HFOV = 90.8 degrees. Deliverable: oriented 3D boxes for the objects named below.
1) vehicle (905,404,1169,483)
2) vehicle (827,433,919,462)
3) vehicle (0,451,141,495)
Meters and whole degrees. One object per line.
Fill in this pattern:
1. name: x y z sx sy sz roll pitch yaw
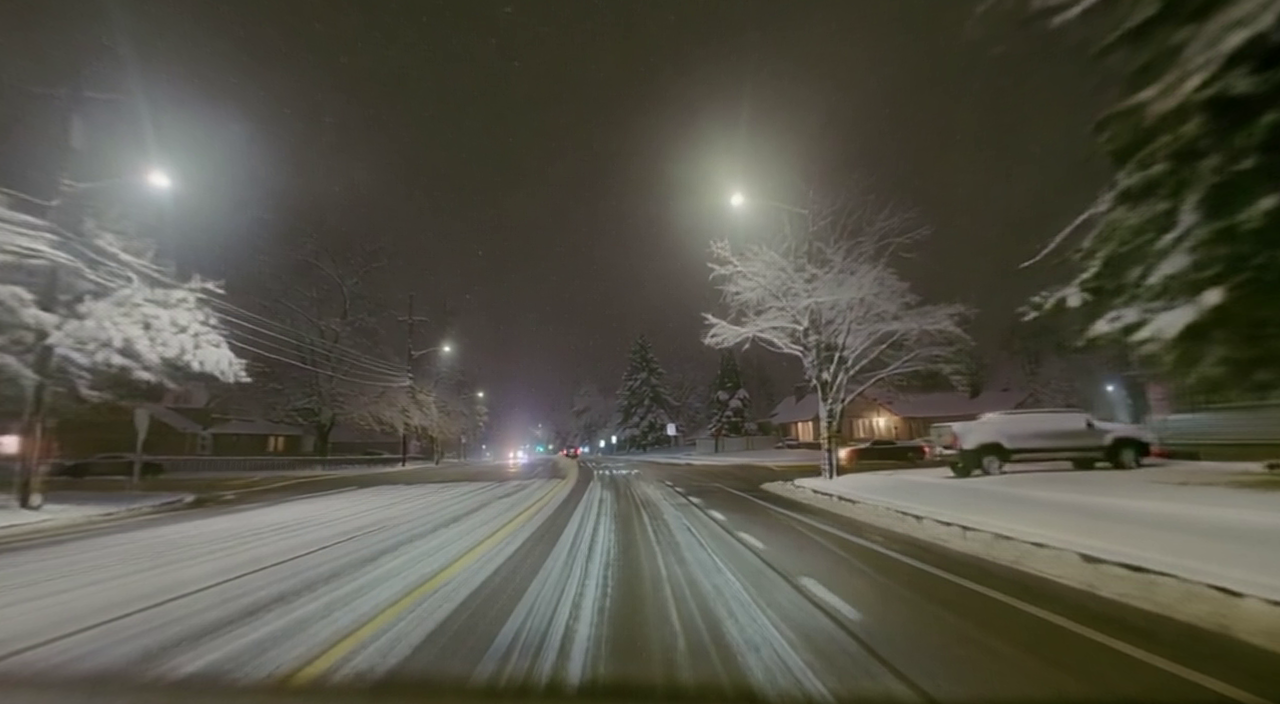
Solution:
1. vehicle: 11.291 2.667 18.380 5.949 2.092 2.570 1 -9 -2
2. vehicle: 13.872 5.739 37.841 4.702 1.661 1.977 0 -8 0
3. vehicle: -26.000 5.395 28.364 5.067 1.792 2.217 2 -9 -9
